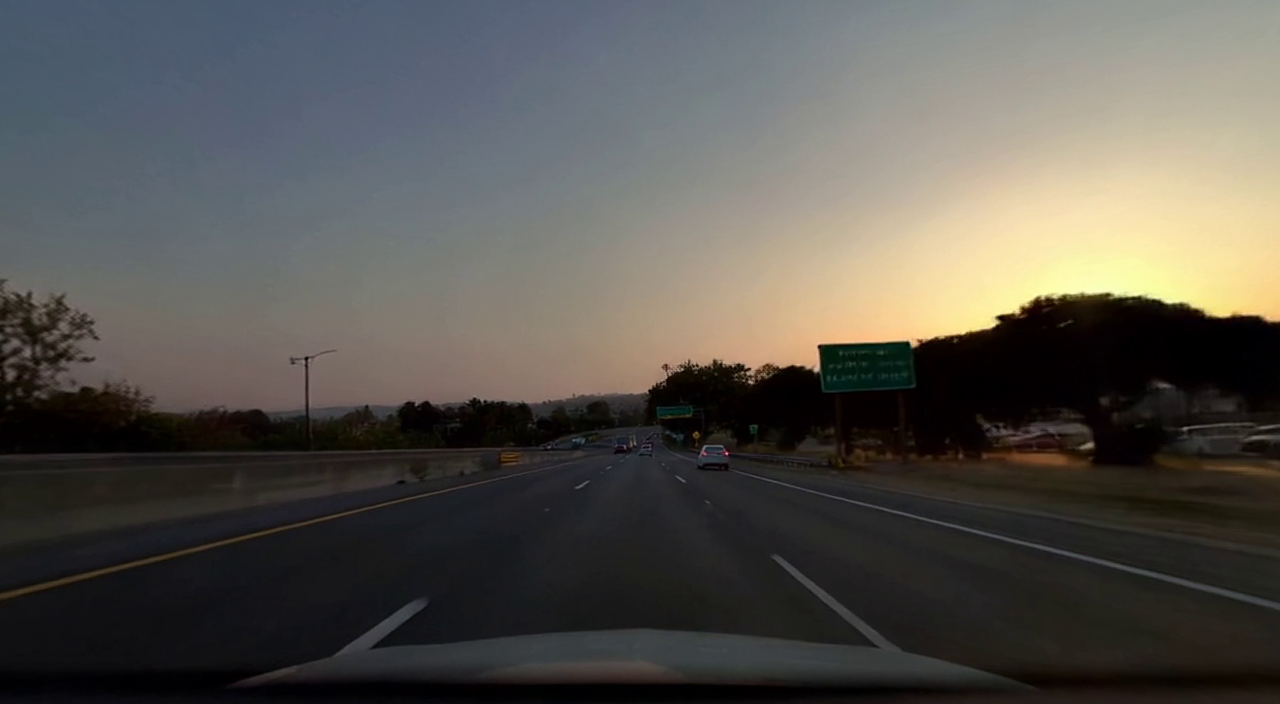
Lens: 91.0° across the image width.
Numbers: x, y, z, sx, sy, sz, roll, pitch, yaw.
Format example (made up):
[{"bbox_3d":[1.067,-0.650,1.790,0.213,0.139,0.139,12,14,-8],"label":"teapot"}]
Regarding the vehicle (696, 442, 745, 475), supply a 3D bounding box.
[{"bbox_3d":[4.238,5.654,33.776,2.085,1.594,4.848,0,-9,1],"label":"vehicle"}]
